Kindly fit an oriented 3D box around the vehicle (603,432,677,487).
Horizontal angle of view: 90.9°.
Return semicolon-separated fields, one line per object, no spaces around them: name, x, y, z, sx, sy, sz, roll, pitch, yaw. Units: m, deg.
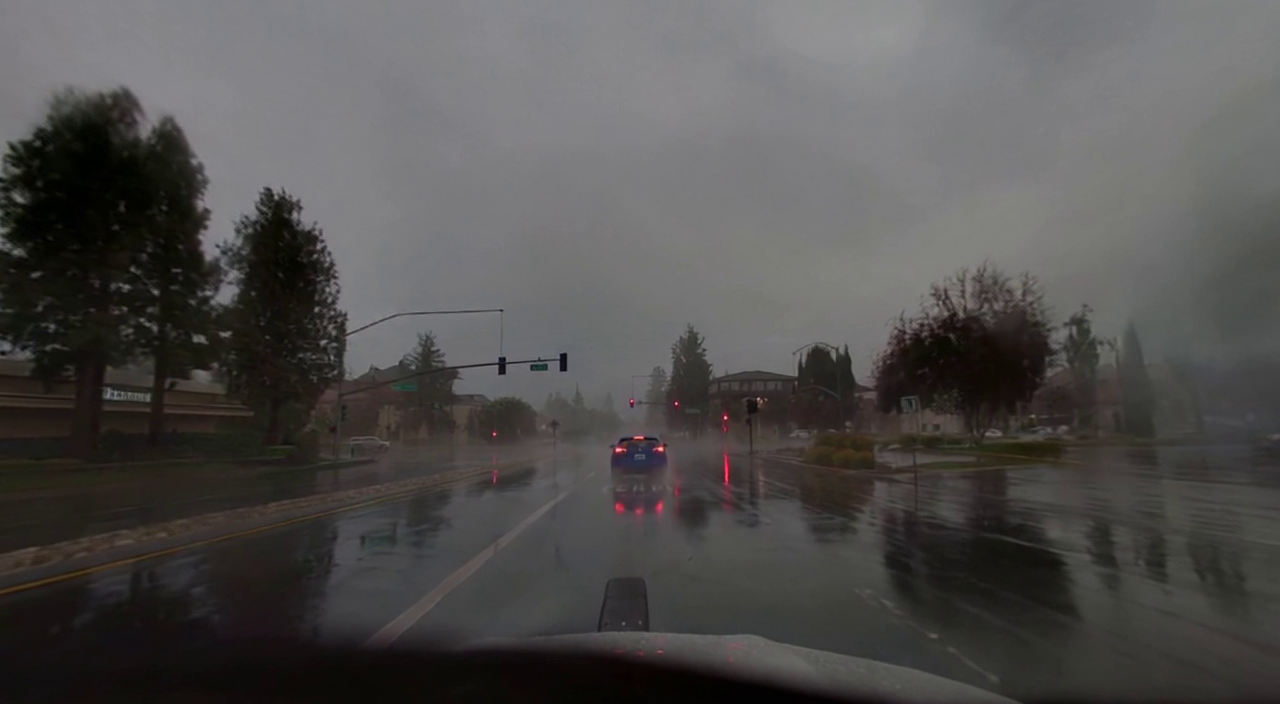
vehicle;-0.049;3.288;19.651;2.028;1.478;4.545;0;-8;-1
